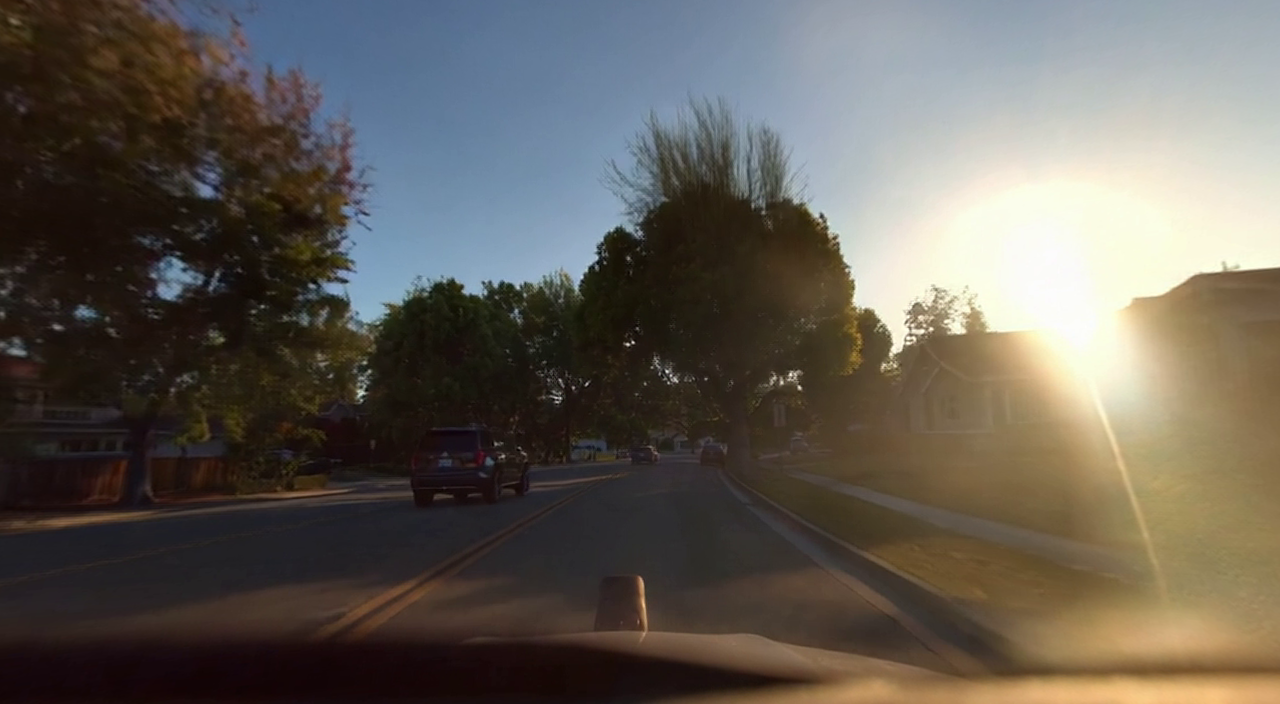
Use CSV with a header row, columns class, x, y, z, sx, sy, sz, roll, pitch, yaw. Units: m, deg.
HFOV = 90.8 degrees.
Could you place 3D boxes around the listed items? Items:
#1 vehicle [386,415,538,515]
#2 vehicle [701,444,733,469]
class,x,y,z,sx,sy,sz,roll,pitch,yaw
vehicle,-4.159,2.756,15.894,2.085,2.084,5.133,-1,-8,3
vehicle,5.523,7.399,44.840,2.040,1.643,4.446,-1,-9,9
